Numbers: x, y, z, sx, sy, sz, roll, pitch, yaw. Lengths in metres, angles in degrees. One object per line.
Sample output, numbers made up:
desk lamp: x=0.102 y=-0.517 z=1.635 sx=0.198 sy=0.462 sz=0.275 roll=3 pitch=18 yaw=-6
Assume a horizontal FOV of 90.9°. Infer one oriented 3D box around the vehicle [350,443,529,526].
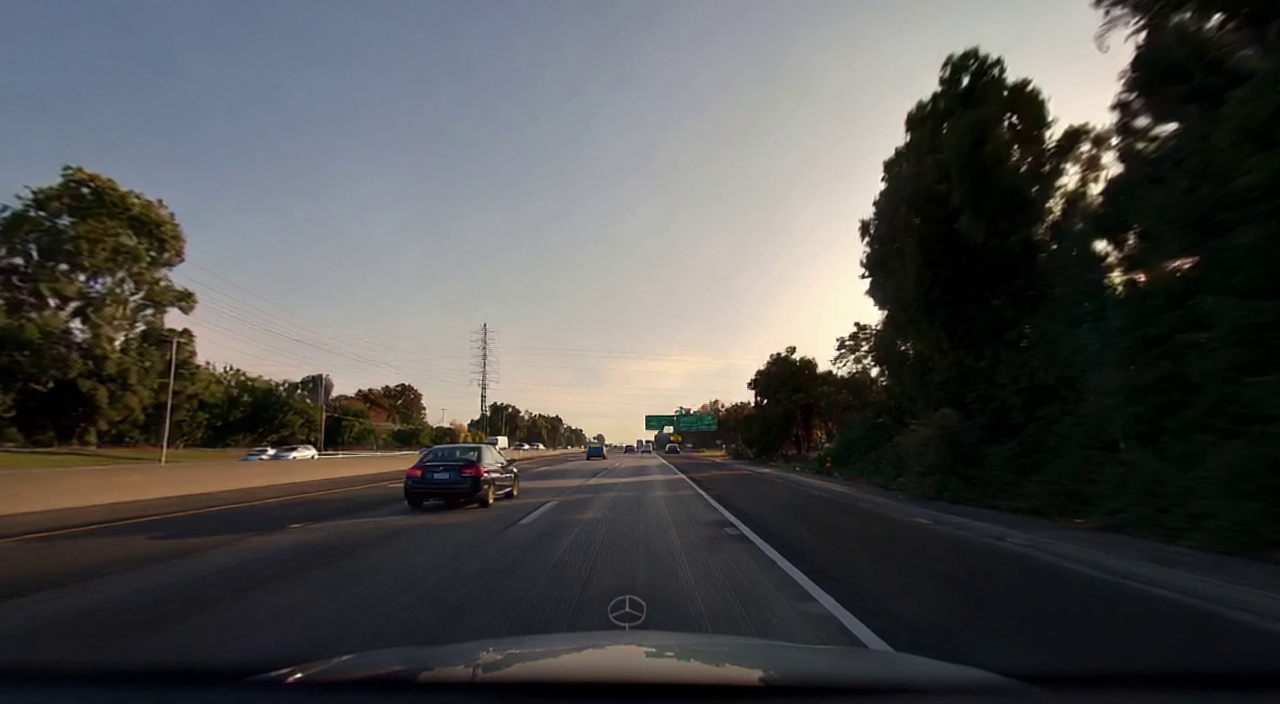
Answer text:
vehicle: x=-3.778 y=2.581 z=12.902 sx=2.048 sy=1.368 sz=4.613 roll=0 pitch=-9 yaw=2
